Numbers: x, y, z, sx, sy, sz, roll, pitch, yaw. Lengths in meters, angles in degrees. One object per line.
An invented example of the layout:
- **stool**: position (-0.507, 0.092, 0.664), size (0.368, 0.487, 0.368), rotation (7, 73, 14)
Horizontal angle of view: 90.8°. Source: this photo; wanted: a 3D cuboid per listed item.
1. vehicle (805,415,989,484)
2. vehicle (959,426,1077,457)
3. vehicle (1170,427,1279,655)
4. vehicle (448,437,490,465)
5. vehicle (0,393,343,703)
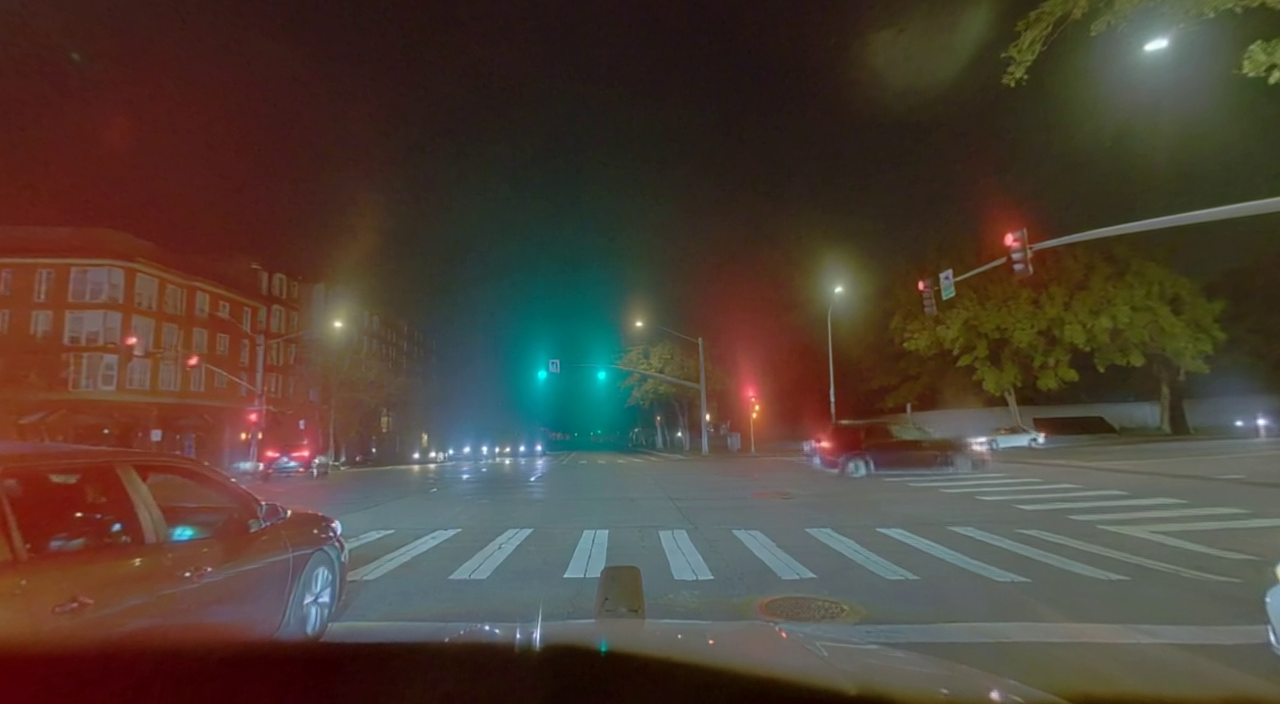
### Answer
- **vehicle**: position (7.544, 2.916, 19.021), size (4.778, 1.871, 2.109), rotation (-3, -9, 18)
- **vehicle**: position (18.929, 4.487, 31.767), size (4.660, 1.495, 2.007), rotation (0, -8, -2)
- **vehicle**: position (4.932, 0.986, 2.536), size (1.949, 1.449, 4.530), rotation (-1, -8, 5)
- **vehicle**: position (-12.817, 7.420, 47.512), size (2.051, 1.715, 4.346), rotation (-3, -6, -2)
- **vehicle**: position (-3.067, 0.897, 2.146), size (1.919, 1.478, 4.720), rotation (0, -8, -1)
